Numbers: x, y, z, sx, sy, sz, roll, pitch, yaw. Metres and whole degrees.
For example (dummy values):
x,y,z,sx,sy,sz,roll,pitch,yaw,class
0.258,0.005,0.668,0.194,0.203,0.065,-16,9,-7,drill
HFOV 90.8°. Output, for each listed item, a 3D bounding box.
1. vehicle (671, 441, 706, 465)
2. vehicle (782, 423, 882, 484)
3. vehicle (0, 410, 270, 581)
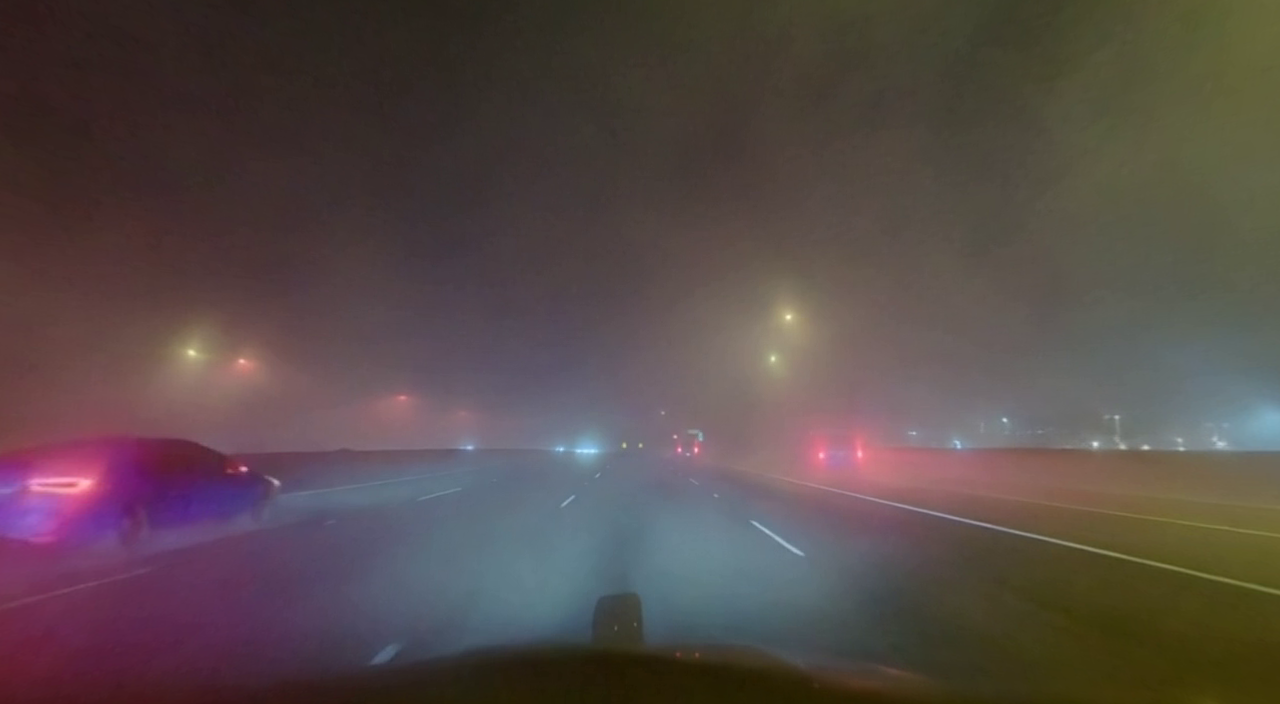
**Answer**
x,y,z,sx,sy,sz,roll,pitch,yaw,class
3.281,6.944,43.512,2.000,1.533,3.770,0,-8,-2,vehicle
6.773,3.632,22.881,2.065,1.953,4.605,0,-8,-1,vehicle
-7.499,1.703,8.344,2.083,1.696,5.464,1,-8,-2,vehicle
